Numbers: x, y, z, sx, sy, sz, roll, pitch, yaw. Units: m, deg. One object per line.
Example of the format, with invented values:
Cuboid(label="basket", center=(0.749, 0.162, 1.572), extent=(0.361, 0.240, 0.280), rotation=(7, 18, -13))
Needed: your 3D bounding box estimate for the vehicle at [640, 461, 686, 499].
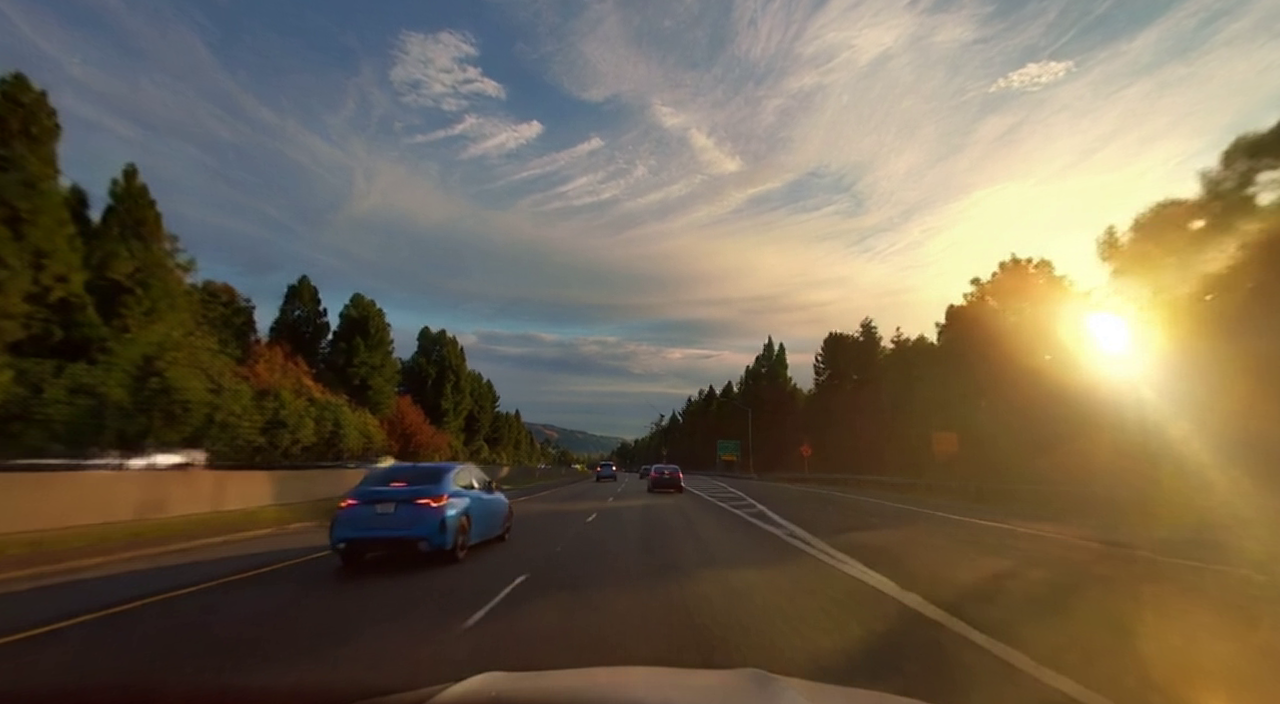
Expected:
Cuboid(label="vehicle", center=(0.993, 5.792, 28.688), extent=(1.905, 1.559, 3.491), rotation=(1, -11, -1))

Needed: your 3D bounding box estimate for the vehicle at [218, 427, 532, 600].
Cuboid(label="vehicle", center=(-3.050, 2.040, 8.691), extent=(2.176, 1.678, 4.724), rotation=(0, -11, 1))
